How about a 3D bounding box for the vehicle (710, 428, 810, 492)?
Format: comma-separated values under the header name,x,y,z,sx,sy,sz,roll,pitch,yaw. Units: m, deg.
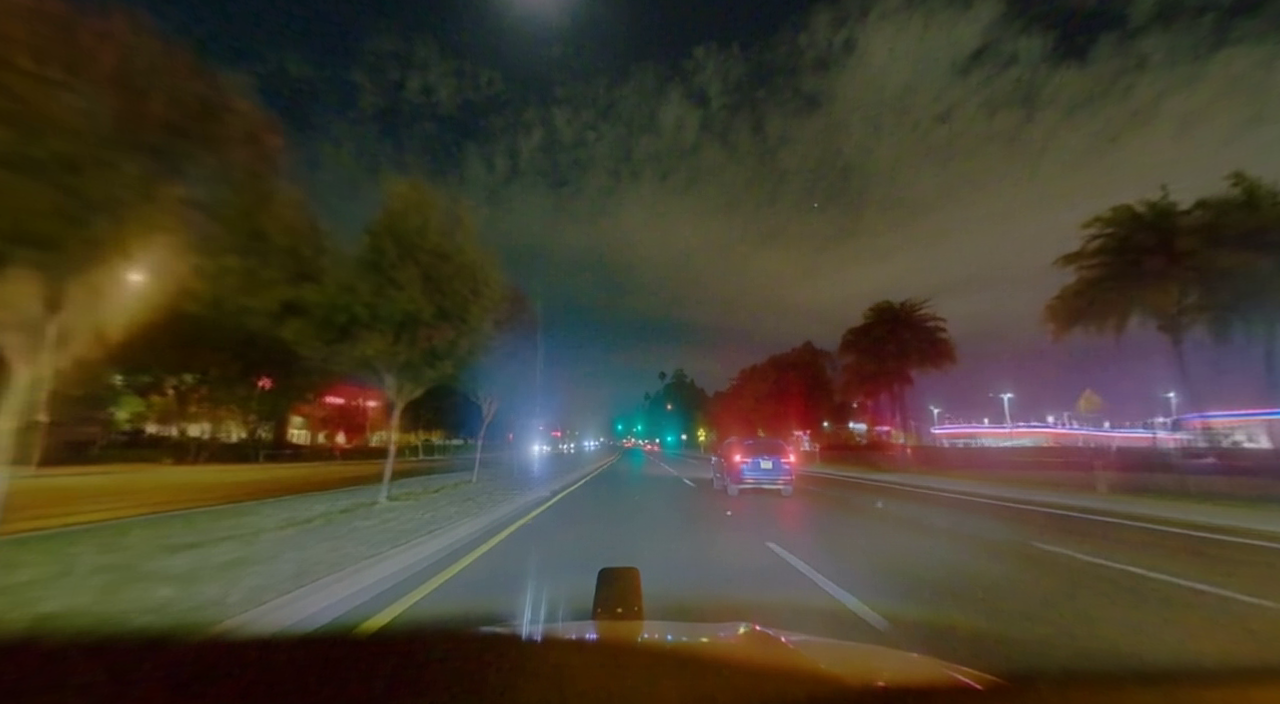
name,x,y,z,sx,sy,sz,roll,pitch,yaw
vehicle,3.450,3.200,19.107,2.072,1.696,4.177,0,-8,-2
